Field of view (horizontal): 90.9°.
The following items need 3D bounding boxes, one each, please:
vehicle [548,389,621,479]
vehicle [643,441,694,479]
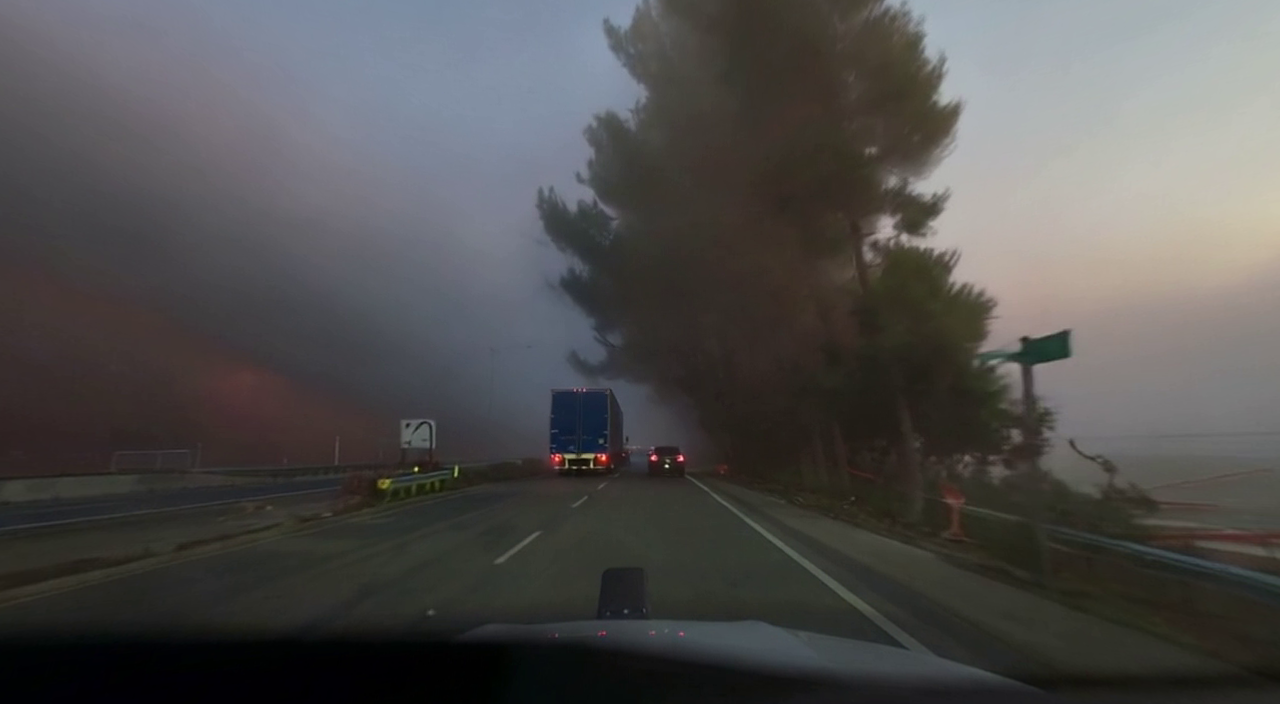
[{"bbox_3d":[-2.782,4.900,36.805,2.906,4.115,15.715,0,-8,0],"label":"vehicle"},{"bbox_3d":[1.295,5.266,31.056,2.304,1.675,4.462,0,-8,0],"label":"vehicle"}]
